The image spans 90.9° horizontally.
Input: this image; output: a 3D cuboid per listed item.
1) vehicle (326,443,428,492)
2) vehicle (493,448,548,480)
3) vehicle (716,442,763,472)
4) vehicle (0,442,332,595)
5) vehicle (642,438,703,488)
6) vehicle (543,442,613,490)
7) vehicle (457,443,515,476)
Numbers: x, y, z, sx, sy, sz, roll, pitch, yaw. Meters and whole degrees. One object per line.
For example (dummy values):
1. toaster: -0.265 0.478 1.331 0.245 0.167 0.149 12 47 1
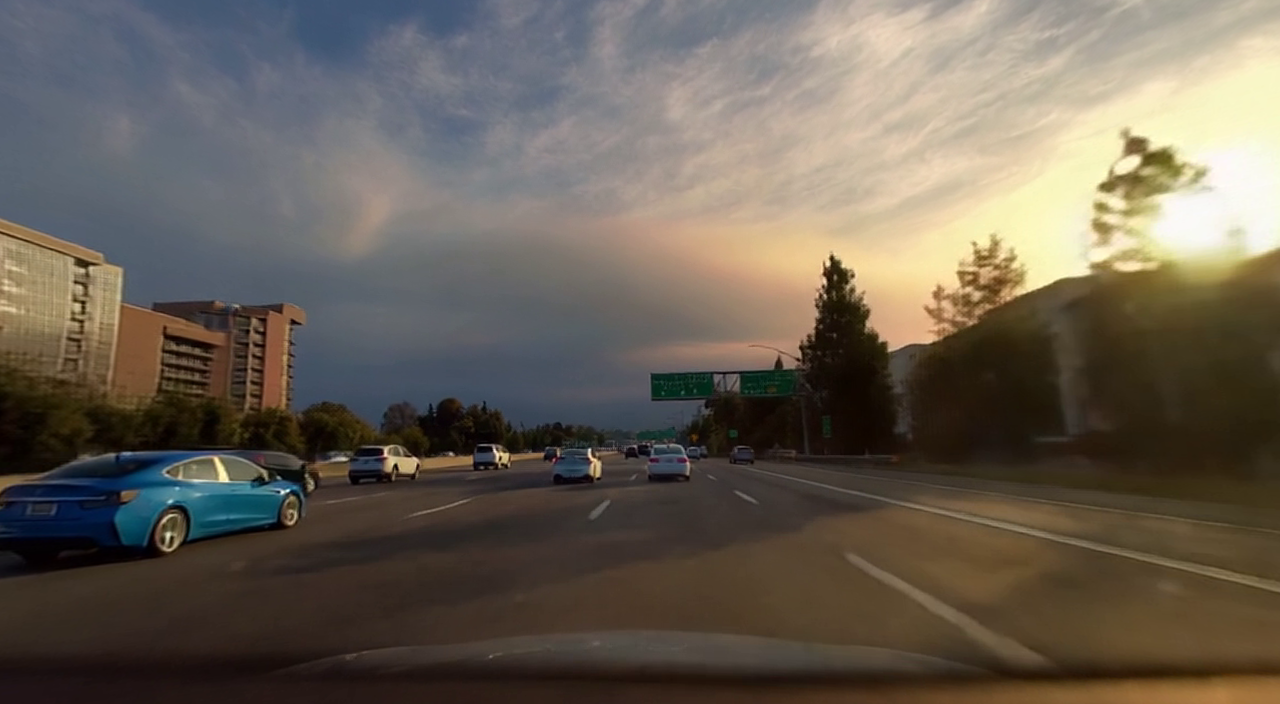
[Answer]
1. vehicle: -10.005 4.399 24.445 1.947 1.683 4.331 -1 -8 2
2. vehicle: -5.965 5.634 31.894 1.886 1.455 4.148 -1 -8 1
3. vehicle: 6.152 6.563 39.588 2.071 1.754 4.484 0 -8 -2
4. vehicle: -6.470 1.985 8.559 2.116 1.473 4.644 -1 -8 2
5. vehicle: 1.156 4.162 24.065 2.114 1.715 4.136 -1 -8 1
6. vehicle: -2.229 4.256 23.963 2.102 1.624 4.257 -1 -8 2
7. vehicle: -9.540 6.672 39.504 2.187 1.851 5.085 -1 -8 2
